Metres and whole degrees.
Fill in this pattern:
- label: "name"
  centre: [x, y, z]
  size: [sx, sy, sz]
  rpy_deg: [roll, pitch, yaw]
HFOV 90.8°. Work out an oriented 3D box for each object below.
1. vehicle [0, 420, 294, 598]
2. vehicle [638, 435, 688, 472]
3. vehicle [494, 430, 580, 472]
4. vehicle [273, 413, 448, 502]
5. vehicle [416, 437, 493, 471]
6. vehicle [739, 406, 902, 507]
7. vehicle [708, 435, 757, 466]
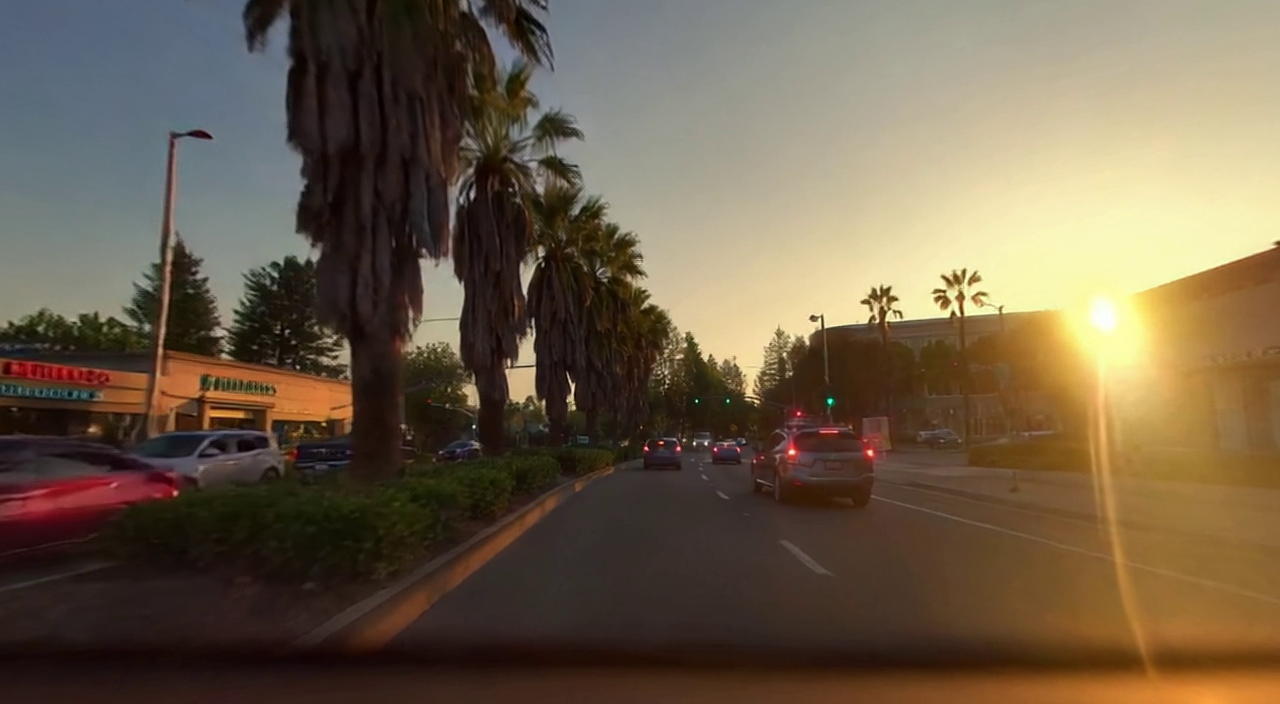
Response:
- label: "vehicle"
  centre: [-6.329, 1.592, 7.144]
  size: [1.935, 1.483, 4.973]
  rpy_deg: [0, -8, 1]
- label: "vehicle"
  centre: [1.084, 4.530, 28.320]
  size: [2.057, 1.492, 3.825]
  rpy_deg: [-1, -8, 4]
- label: "vehicle"
  centre: [-4.570, 4.502, 28.910]
  size: [2.088, 1.746, 4.650]
  rpy_deg: [-3, -9, 16]
- label: "vehicle"
  centre: [-6.723, 2.608, 15.941]
  size: [2.127, 1.888, 4.637]
  rpy_deg: [-1, -8, 2]
- label: "vehicle"
  centre: [-8.667, 4.800, 29.958]
  size: [2.017, 1.472, 4.418]
  rpy_deg: [-1, -8, 4]
- label: "vehicle"
  centre: [3.888, 2.392, 14.789]
  size: [2.267, 1.931, 5.145]
  rpy_deg: [0, -8, 0]
- label: "vehicle"
  centre: [4.775, 5.134, 33.073]
  size: [2.149, 1.532, 4.168]
  rpy_deg: [-1, -8, 3]
